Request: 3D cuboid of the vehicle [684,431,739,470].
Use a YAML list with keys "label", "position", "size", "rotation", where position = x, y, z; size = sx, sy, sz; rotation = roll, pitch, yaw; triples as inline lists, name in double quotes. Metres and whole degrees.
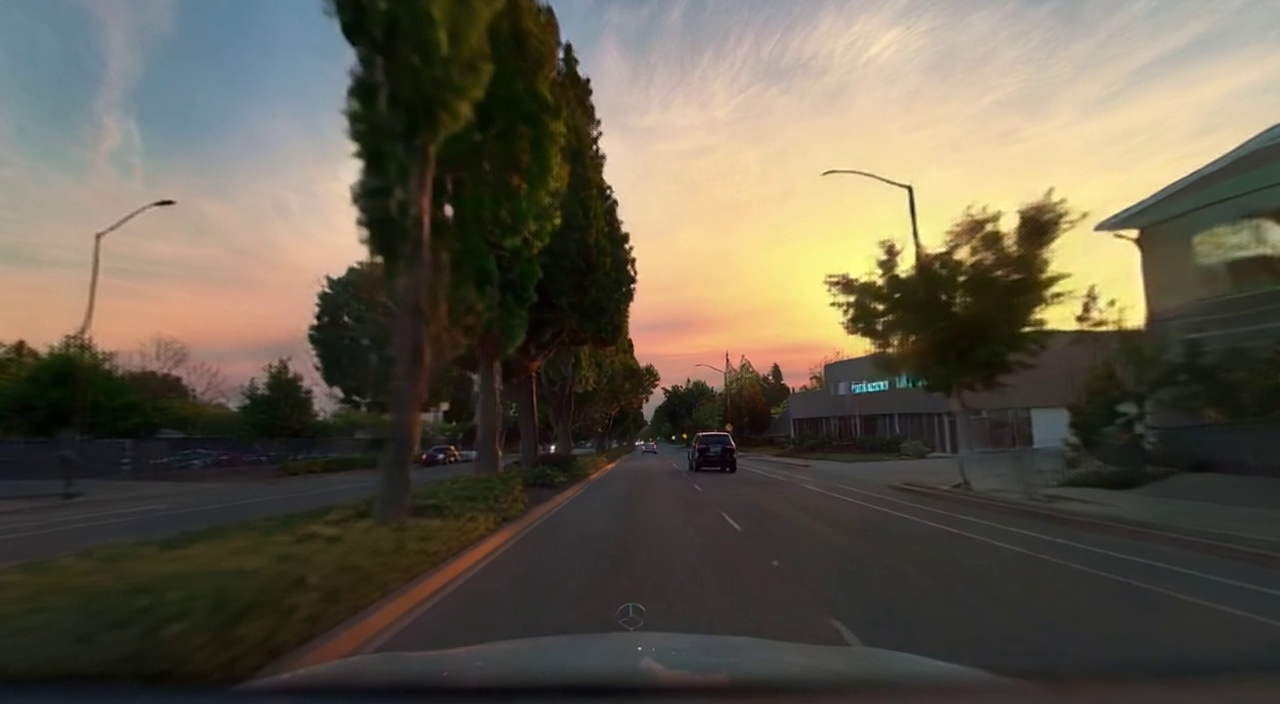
- label: "vehicle"
  position: [3.433, 4.846, 31.188]
  size: [2.143, 1.759, 4.378]
  rotation: [0, -8, -1]
